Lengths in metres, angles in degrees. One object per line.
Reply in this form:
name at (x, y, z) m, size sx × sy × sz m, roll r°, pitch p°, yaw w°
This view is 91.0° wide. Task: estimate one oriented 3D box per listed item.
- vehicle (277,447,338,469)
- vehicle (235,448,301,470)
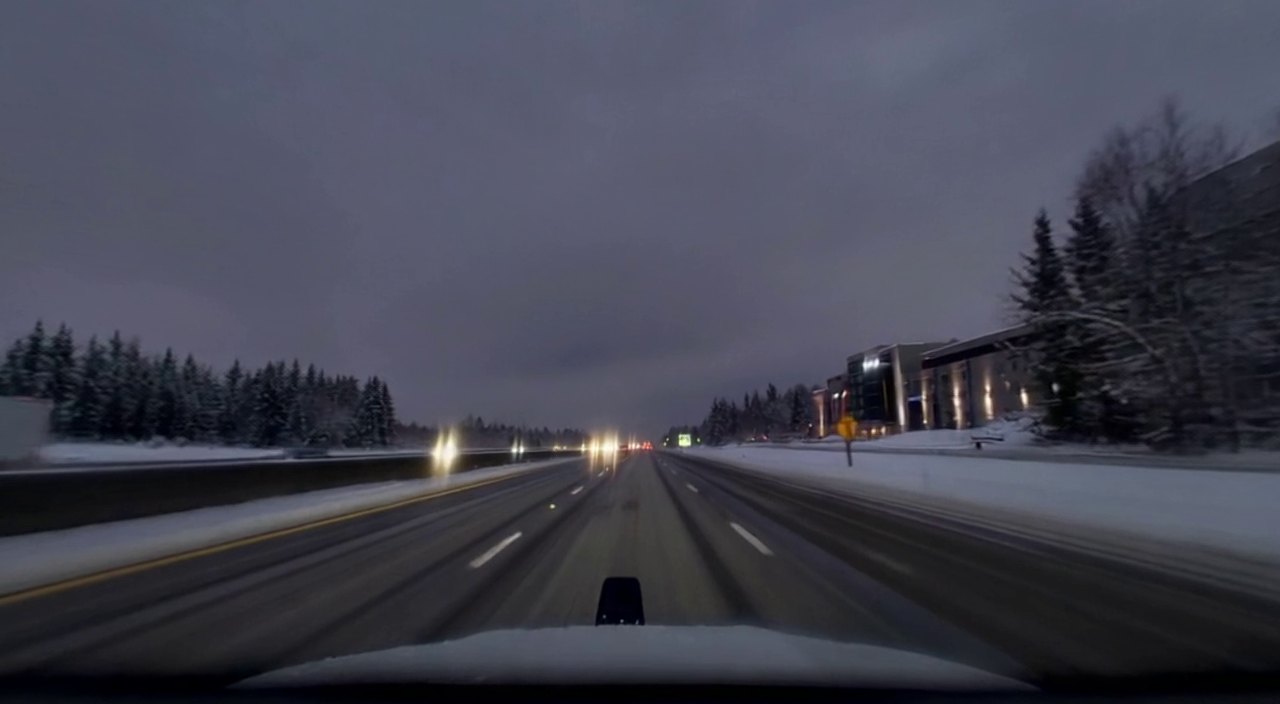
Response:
vehicle at (-24.378, 7.742, 46.347) m, size 1.925 × 1.527 × 4.646 m, roll 0°, pitch -9°, yaw 1°
vehicle at (-28.171, 8.089, 47.922) m, size 2.049 × 1.517 × 4.763 m, roll 0°, pitch -9°, yaw 1°
